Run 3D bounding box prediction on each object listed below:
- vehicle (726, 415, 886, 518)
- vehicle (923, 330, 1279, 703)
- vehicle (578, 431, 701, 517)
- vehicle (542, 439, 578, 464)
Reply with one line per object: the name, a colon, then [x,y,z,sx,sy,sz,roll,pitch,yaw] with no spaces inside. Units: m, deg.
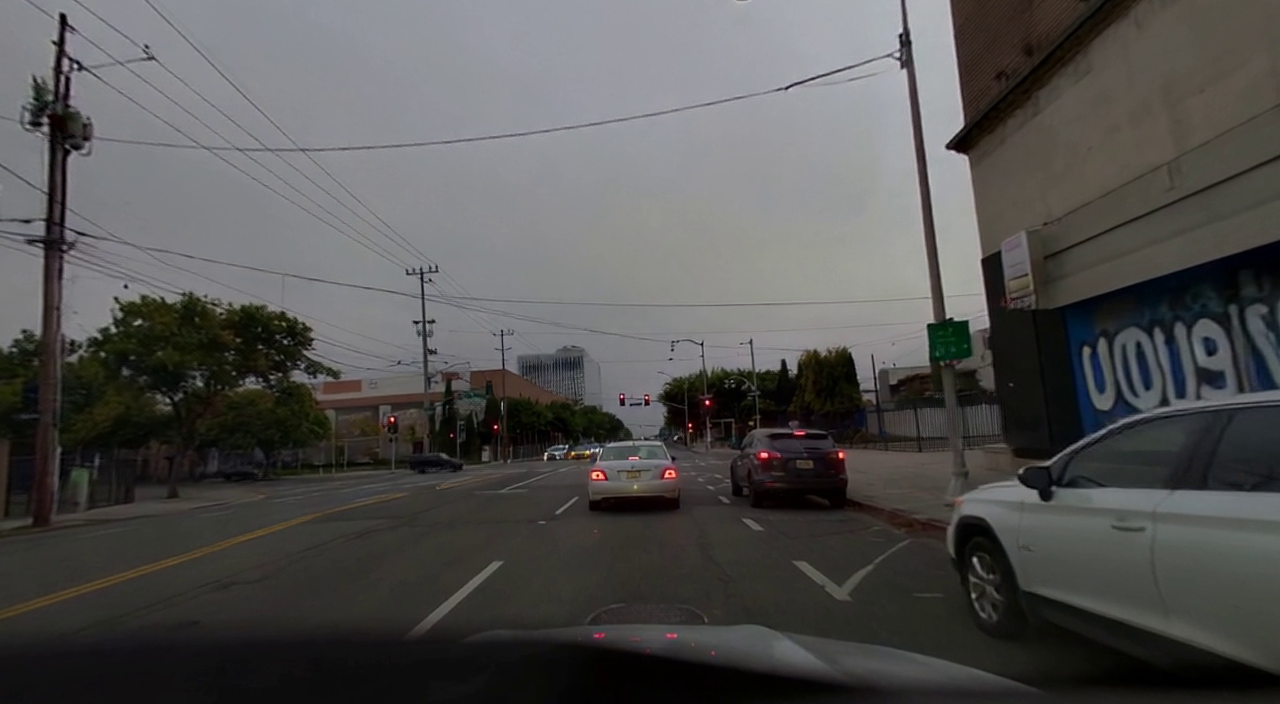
vehicle: [3.241,2.356,13.384,2.060,1.783,4.579,0,-9,-1]
vehicle: [3.282,0.872,2.855,1.938,1.714,4.402,0,-8,1]
vehicle: [0.026,2.491,13.365,2.153,1.505,4.452,0,-8,1]
vehicle: [-5.793,7.287,46.035,2.059,1.699,4.252,0,-8,1]
